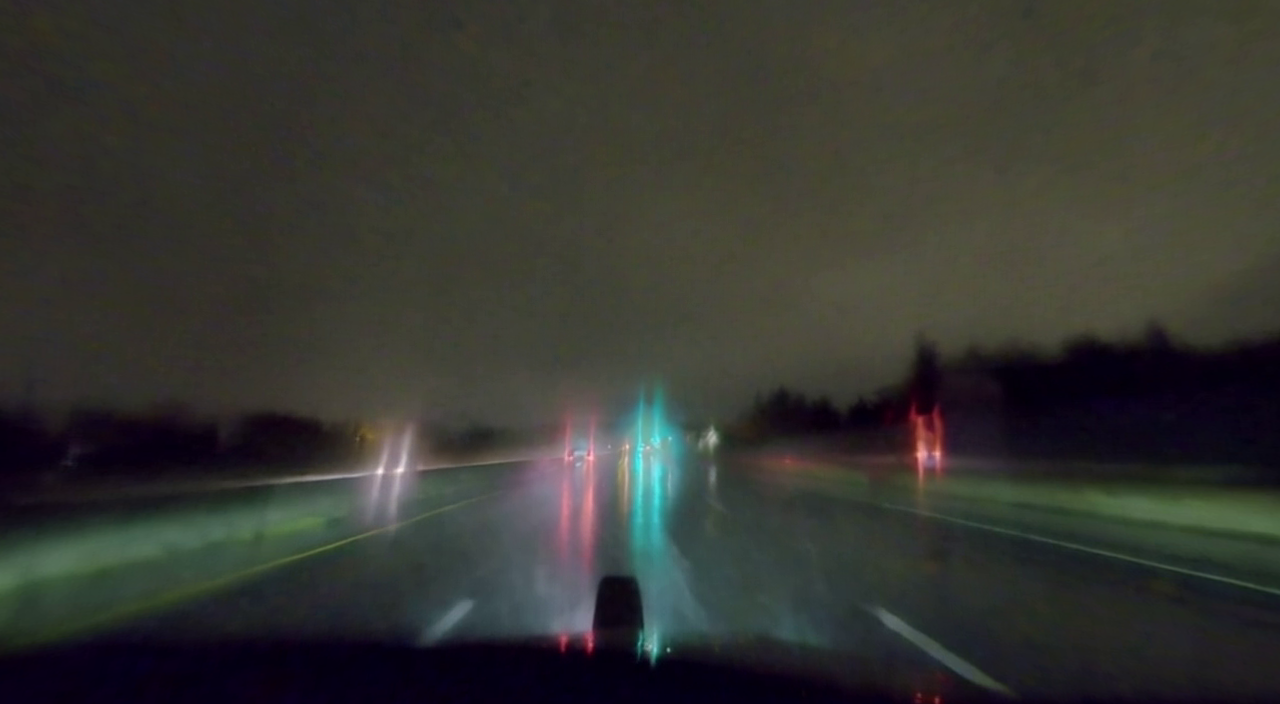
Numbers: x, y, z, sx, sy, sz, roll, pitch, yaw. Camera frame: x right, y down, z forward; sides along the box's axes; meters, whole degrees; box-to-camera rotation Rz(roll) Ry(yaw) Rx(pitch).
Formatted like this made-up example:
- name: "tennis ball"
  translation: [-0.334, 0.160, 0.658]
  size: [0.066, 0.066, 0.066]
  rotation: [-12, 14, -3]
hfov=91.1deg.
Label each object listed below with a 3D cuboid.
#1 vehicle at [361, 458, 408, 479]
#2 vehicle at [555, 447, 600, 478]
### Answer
- name: "vehicle"
  translation: [-20.074, 9.126, 49.544]
  size: [1.831, 1.465, 4.565]
  rotation: [0, -9, -1]
- name: "vehicle"
  translation: [-3.324, 5.968, 34.248]
  size: [2.100, 1.525, 4.179]
  rotation: [0, -9, 0]
